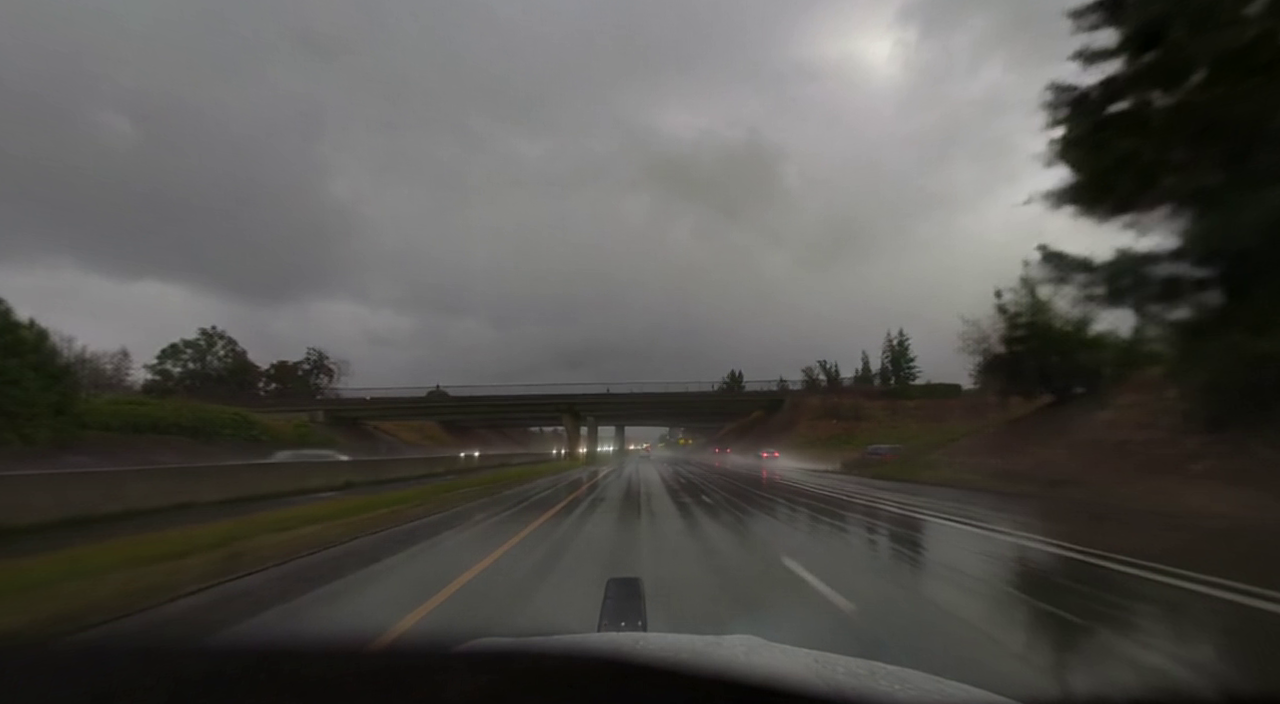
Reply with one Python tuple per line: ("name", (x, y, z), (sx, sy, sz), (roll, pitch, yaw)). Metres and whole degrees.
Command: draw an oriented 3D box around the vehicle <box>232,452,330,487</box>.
("vehicle", (-17.263, 5.642, 30.508), (1.911, 1.474, 4.742), (0, -9, 0))
